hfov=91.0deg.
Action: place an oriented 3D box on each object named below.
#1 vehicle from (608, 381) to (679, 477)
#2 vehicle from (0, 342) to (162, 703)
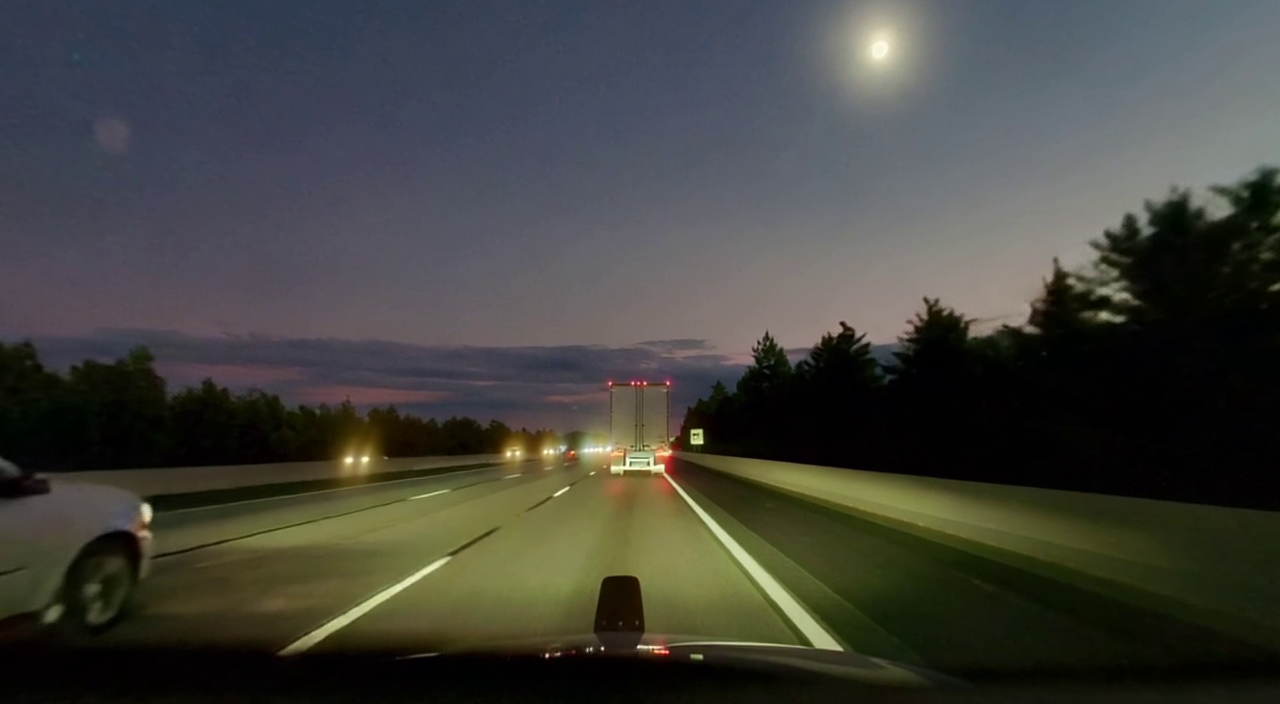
[{"bbox_3d":[0.042,4.171,32.985,3.052,4.132,11.336,0,-9,-1],"label":"vehicle"},{"bbox_3d":[-4.290,0.650,1.558,2.285,1.833,4.984,0,-9,0],"label":"vehicle"}]
